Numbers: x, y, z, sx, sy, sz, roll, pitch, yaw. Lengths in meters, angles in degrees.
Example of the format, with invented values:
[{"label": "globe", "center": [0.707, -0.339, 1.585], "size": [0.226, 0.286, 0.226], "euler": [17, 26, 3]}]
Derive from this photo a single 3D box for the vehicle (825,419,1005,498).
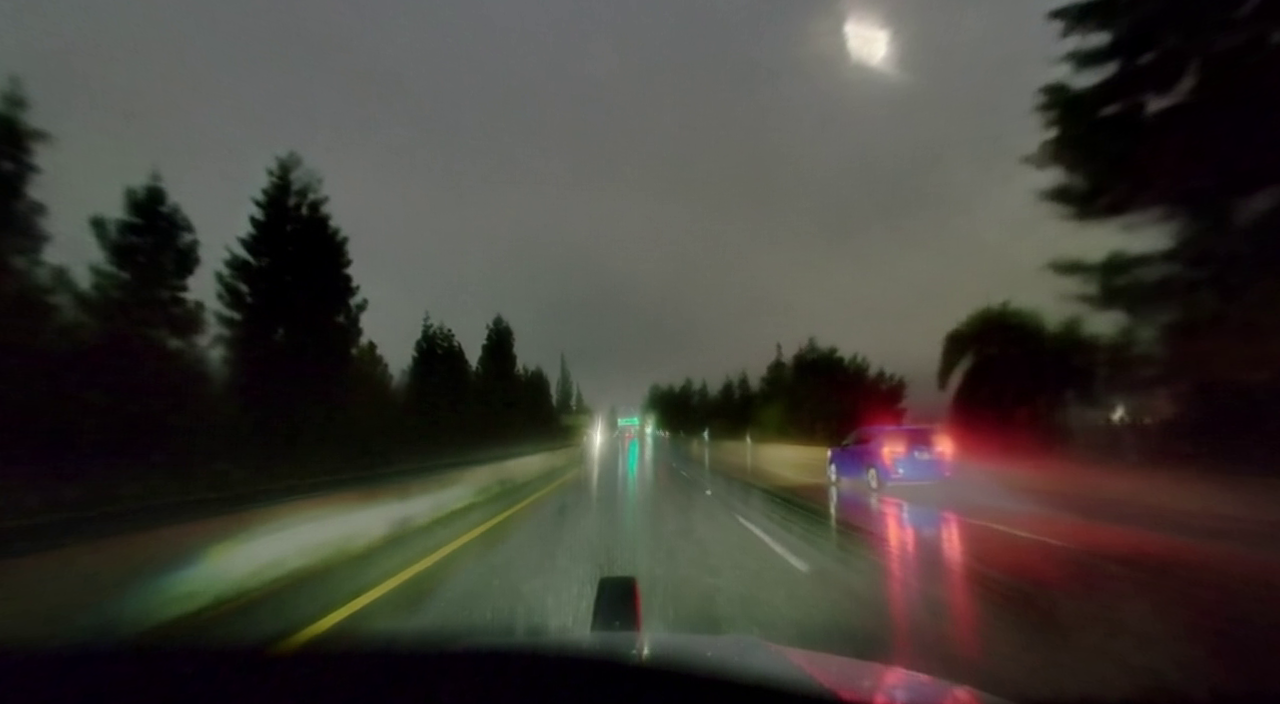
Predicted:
[{"label": "vehicle", "center": [6.769, 2.667, 16.282], "size": [2.273, 1.698, 4.863], "euler": [0, -8, -3]}]
